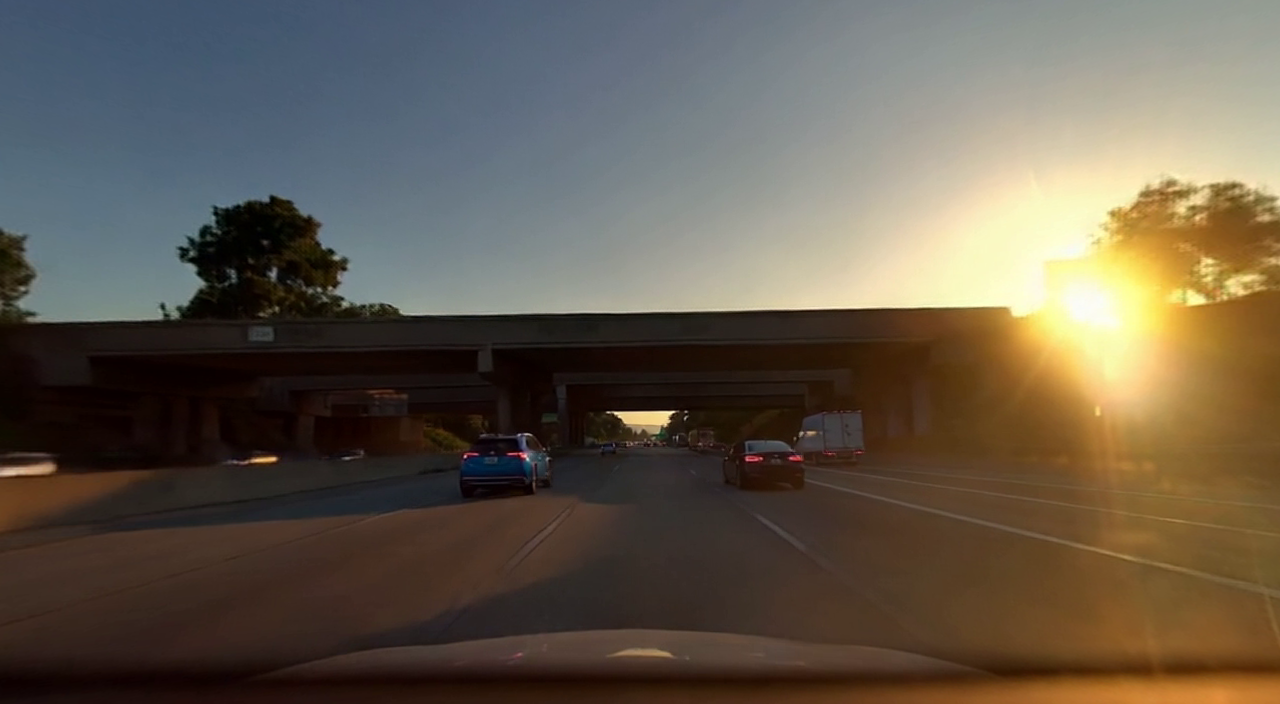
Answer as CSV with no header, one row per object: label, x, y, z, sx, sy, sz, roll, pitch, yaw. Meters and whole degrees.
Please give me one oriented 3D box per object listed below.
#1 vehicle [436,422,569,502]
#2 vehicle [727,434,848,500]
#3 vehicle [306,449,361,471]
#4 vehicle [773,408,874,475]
vehicle,-3.381,2.867,16.790,2.218,1.764,5.229,0,-9,2
vehicle,3.705,3.000,16.830,2.080,1.493,4.674,0,-9,0
vehicle,-22.588,7.943,46.682,1.840,1.492,4.423,0,-9,1
vehicle,7.800,3.893,27.448,2.729,2.628,4.875,0,-9,-2
